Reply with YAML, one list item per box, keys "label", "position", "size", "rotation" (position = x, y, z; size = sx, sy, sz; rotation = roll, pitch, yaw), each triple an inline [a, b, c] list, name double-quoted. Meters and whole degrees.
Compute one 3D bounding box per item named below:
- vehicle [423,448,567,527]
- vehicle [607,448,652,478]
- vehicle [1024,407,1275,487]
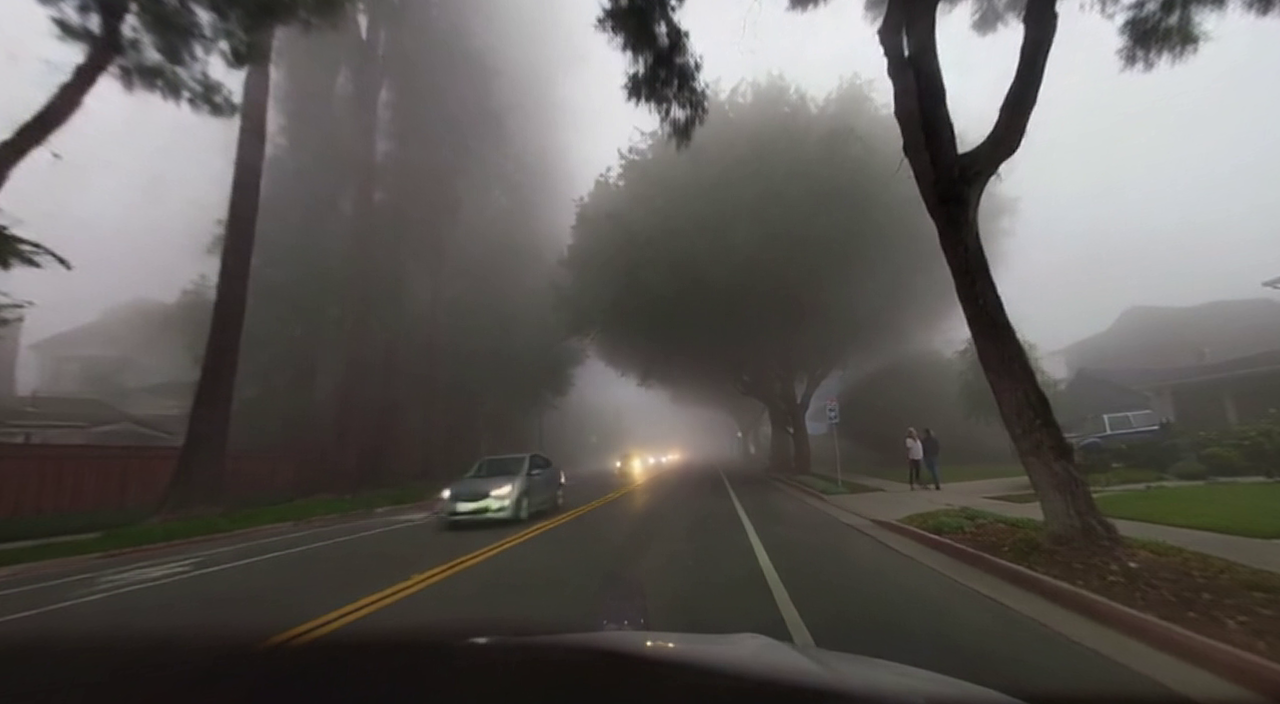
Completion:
- label: "vehicle"
  position: [-3.130, 3.014, 14.659]
  size: [1.906, 1.498, 4.222]
  rotation: [-1, -8, 7]
- label: "vehicle"
  position: [-0.572, 6.763, 38.771]
  size: [2.167, 1.691, 4.755]
  rotation: [-1, -8, 7]
- label: "vehicle"
  position: [13.291, 2.504, 16.771]
  size: [4.665, 1.944, 2.092]
  rotation: [0, -8, 5]
